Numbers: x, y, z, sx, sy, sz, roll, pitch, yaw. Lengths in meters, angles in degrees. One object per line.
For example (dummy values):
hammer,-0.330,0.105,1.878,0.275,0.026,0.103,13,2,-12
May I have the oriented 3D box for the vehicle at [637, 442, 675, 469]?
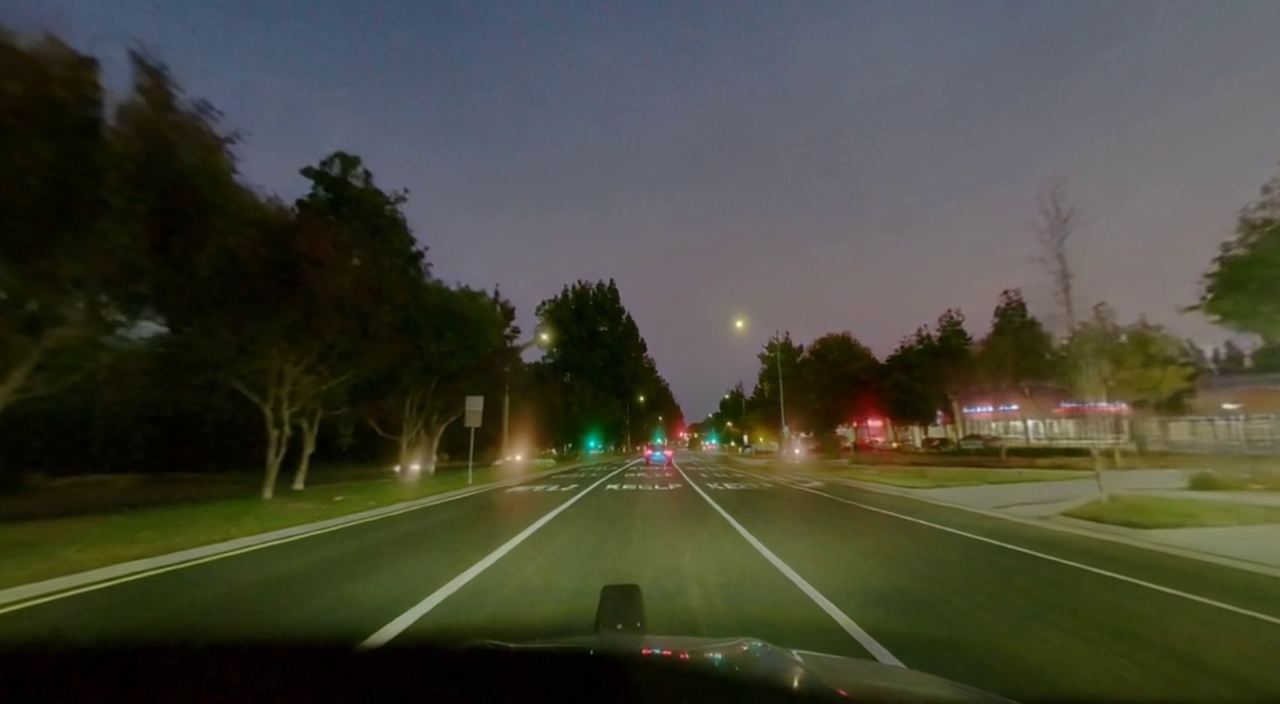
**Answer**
vehicle,0.936,6.181,37.719,2.144,1.505,4.128,0,-9,1
